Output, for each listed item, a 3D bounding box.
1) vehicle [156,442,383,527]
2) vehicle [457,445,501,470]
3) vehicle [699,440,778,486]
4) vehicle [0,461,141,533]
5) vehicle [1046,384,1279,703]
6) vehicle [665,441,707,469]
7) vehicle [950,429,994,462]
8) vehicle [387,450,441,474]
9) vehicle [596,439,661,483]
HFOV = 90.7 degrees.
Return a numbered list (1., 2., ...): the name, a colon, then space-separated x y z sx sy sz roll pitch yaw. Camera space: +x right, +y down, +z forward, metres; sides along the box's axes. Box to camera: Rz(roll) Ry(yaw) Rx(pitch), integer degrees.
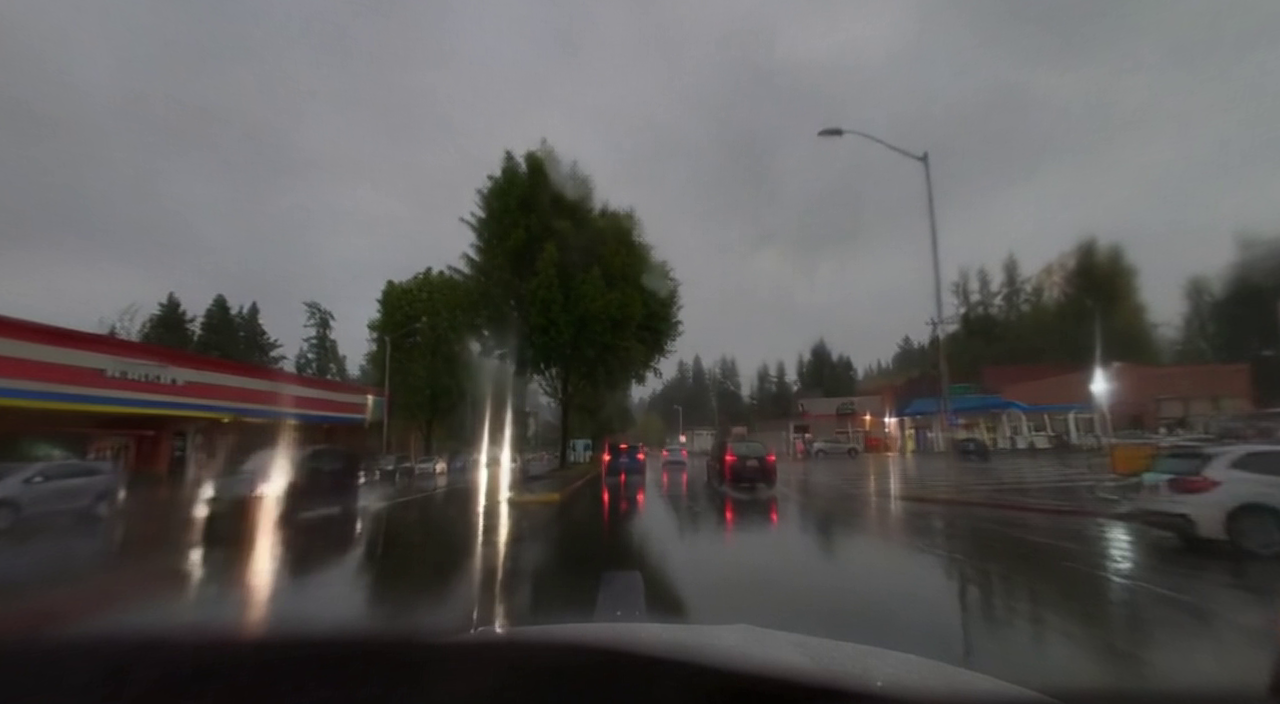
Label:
1. vehicle: -7.860 2.822 14.191 2.240 1.550 4.760 0 -9 0
2. vehicle: -11.306 7.439 44.721 1.997 1.677 4.327 0 -9 -1
3. vehicle: 3.388 3.911 22.603 2.060 1.471 4.168 0 -9 -1
4. vehicle: -14.971 3.426 15.277 2.007 1.463 4.792 0 -9 -1
5. vehicle: 3.101 0.676 0.823 2.097 1.502 4.470 0 -9 -1
6. vehicle: 2.718 6.181 38.170 2.098 1.527 3.966 0 -9 -2
7. vehicle: 18.598 5.228 35.488 1.937 1.691 4.746 -5 -10 26
8. vehicle: -15.475 7.551 43.562 1.842 1.509 4.881 -1 -9 1
9. vehicle: -0.429 4.093 24.112 2.232 1.508 4.319 0 -9 -1
